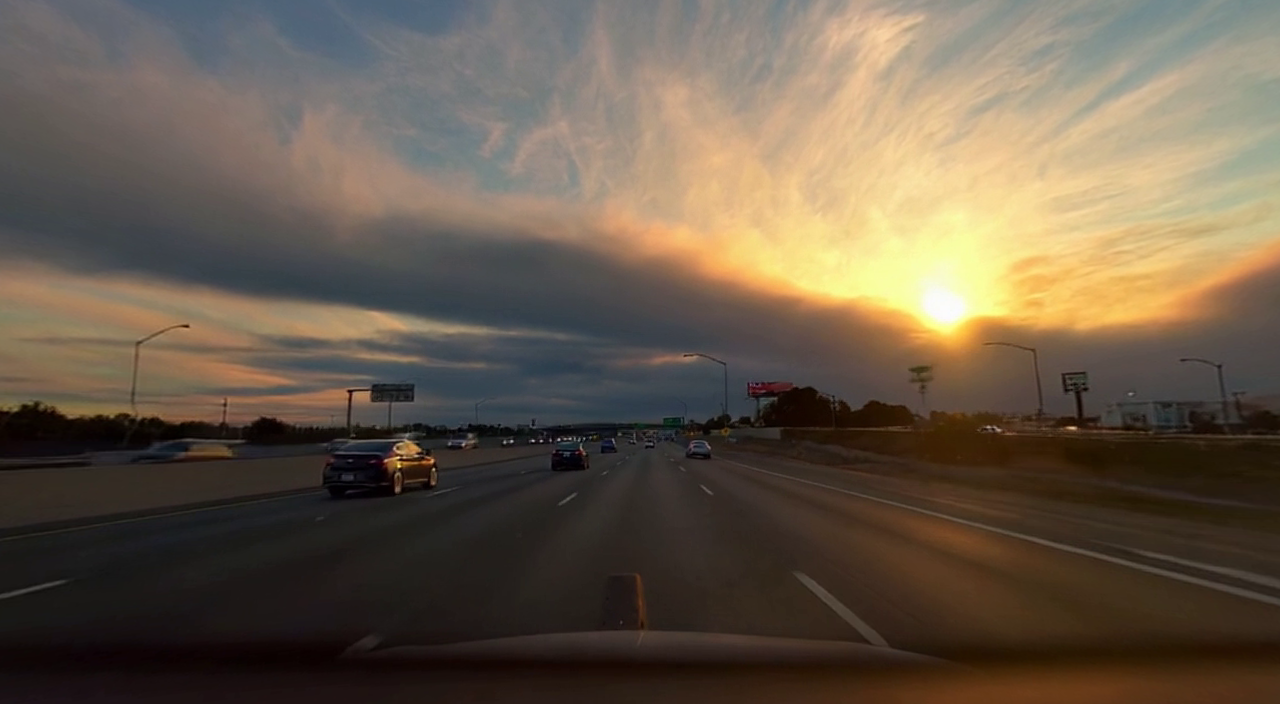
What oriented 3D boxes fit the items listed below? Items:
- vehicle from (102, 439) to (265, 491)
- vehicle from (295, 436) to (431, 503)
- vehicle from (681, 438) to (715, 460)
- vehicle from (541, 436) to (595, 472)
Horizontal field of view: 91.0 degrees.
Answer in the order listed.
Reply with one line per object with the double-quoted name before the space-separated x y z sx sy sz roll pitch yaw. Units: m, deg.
"vehicle" -15.445 3.832 21.729 1.928 1.549 4.799 0 -9 2
"vehicle" -7.058 3.017 16.514 1.865 1.518 3.620 0 -9 1
"vehicle" 4.254 7.252 46.903 2.135 1.532 4.506 0 -9 0
"vehicle" -3.341 4.856 30.114 2.001 1.577 4.055 0 -9 1
